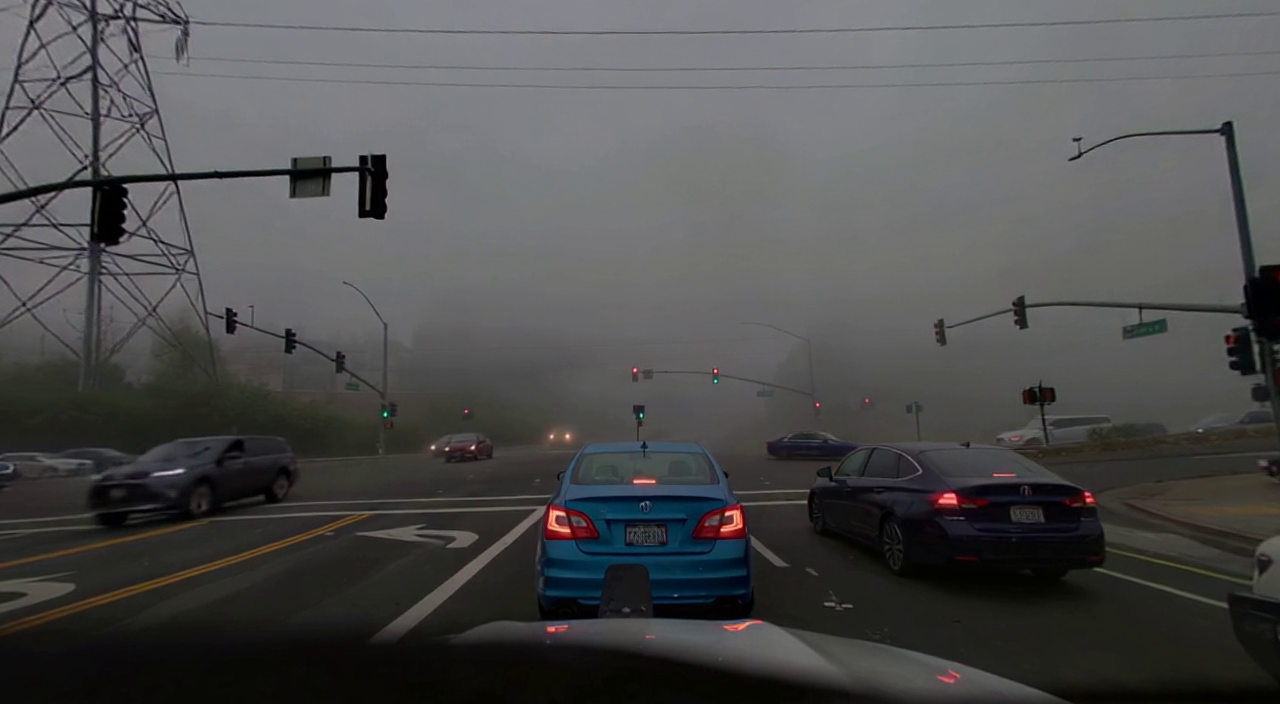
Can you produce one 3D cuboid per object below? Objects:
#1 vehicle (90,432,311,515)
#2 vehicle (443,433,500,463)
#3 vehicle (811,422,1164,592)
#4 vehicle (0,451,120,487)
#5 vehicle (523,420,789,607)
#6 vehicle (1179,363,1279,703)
[{"bbox_3d":[-9.782,2.714,14.582,1.910,1.597,4.334,0,-8,1],"label":"vehicle"},{"bbox_3d":[-9.306,5.358,35.168,1.910,1.537,4.123,-1,-8,3],"label":"vehicle"},{"bbox_3d":[3.656,1.682,7.720,1.835,1.473,4.190,0,-8,-2],"label":"vehicle"},{"bbox_3d":[-25.908,5.113,27.765,4.263,1.464,1.895,0,-8,-1],"label":"vehicle"},{"bbox_3d":[0.115,1.595,7.127,2.117,1.474,4.036,0,-8,0],"label":"vehicle"},{"bbox_3d":[3.409,0.587,0.625,1.926,1.614,4.330,0,-8,1],"label":"vehicle"}]
